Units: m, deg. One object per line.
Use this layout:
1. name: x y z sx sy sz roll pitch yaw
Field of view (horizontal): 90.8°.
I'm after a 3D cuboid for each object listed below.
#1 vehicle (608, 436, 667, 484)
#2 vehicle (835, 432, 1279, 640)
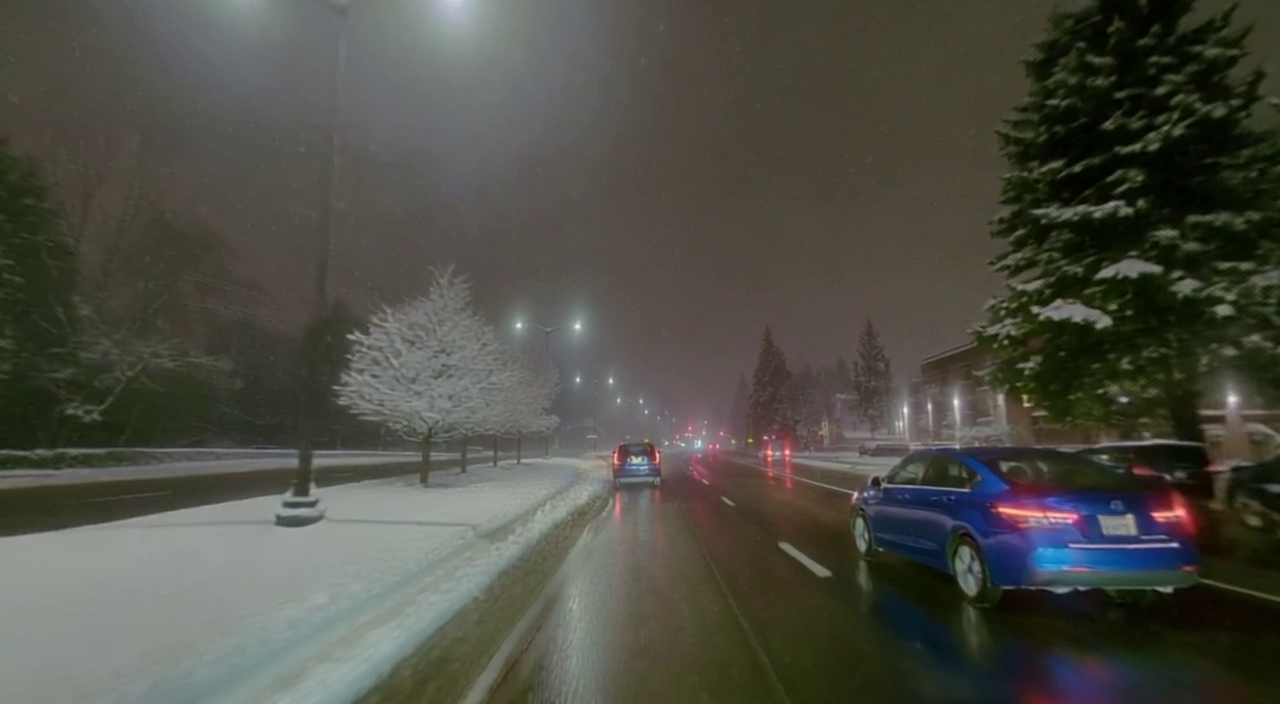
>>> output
1. vehicle: -0.179 4.137 24.542 2.085 1.693 4.301 0 -8 -2
2. vehicle: 3.750 1.605 6.639 1.918 1.418 4.360 0 -8 -1
